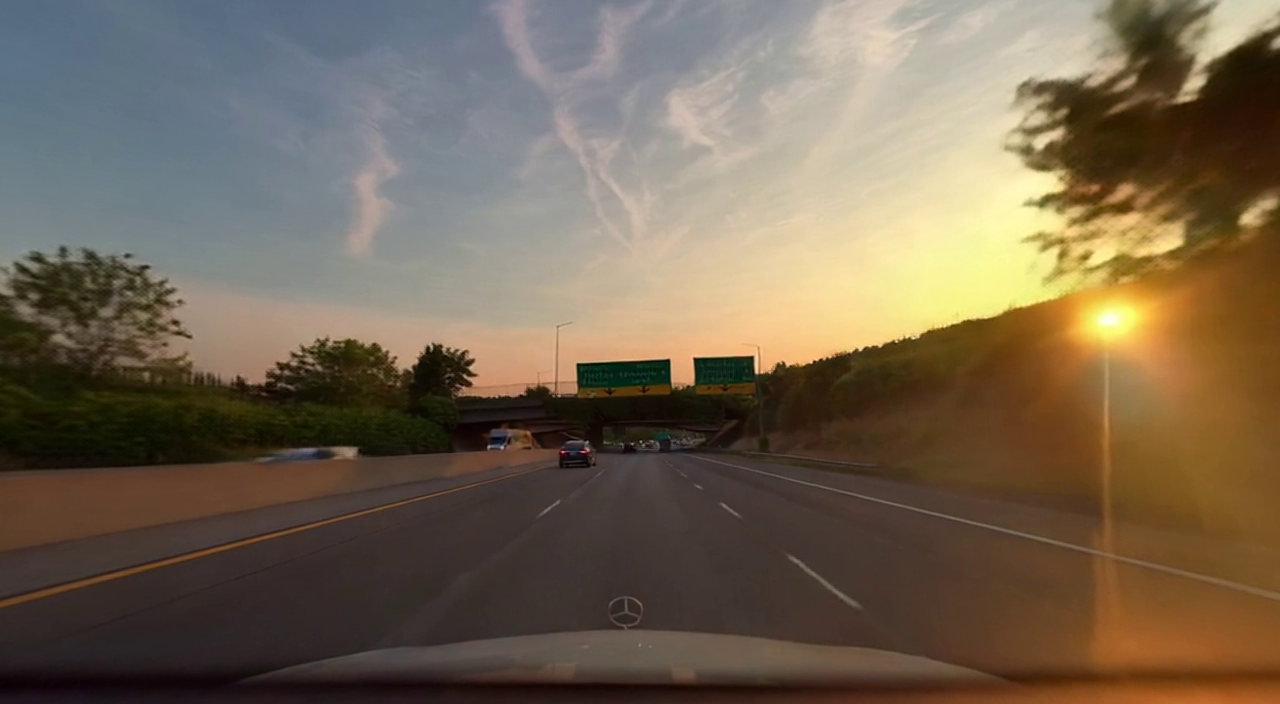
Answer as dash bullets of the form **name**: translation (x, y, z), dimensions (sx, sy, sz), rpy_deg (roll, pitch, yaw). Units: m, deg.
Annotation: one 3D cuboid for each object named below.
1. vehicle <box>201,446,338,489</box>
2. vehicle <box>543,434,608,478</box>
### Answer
- **vehicle**: translation (-15.575, 4.855, 27.082), dimensions (1.988, 1.630, 6.400), rpy_deg (0, -9, 0)
- **vehicle**: translation (-2.578, 4.317, 26.295), dimensions (2.183, 1.662, 3.968), rpy_deg (0, -9, 1)
